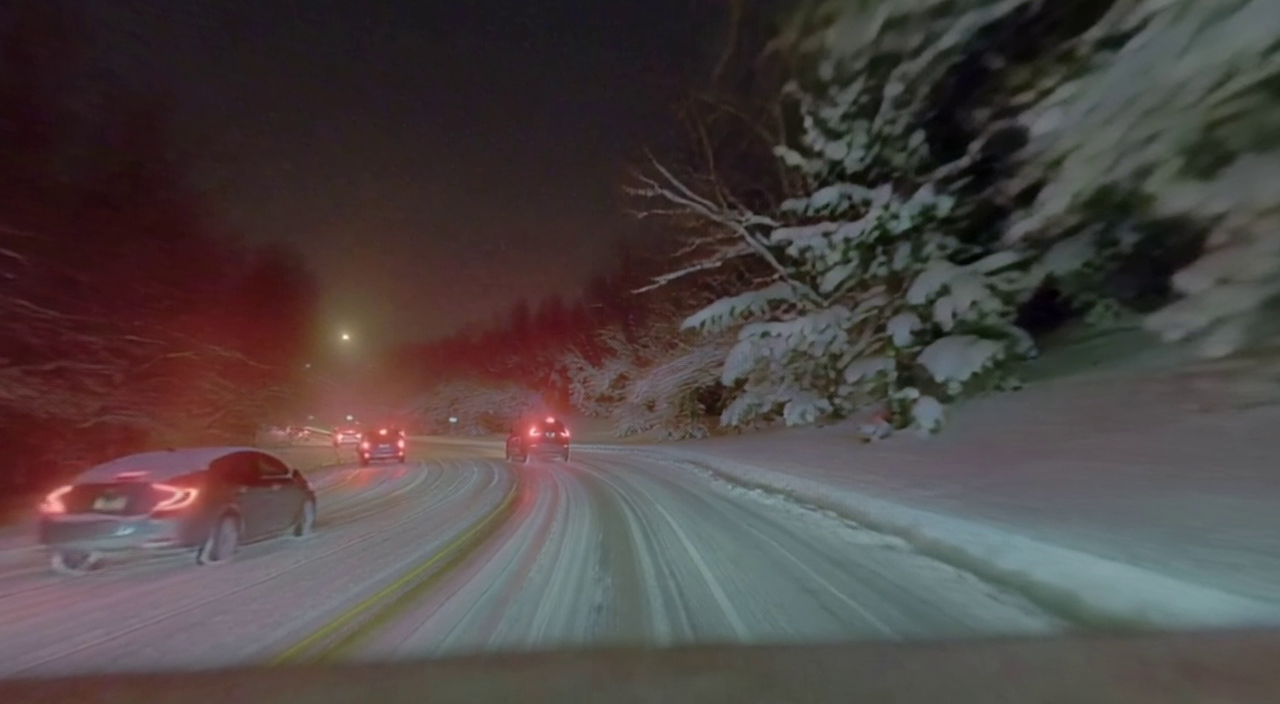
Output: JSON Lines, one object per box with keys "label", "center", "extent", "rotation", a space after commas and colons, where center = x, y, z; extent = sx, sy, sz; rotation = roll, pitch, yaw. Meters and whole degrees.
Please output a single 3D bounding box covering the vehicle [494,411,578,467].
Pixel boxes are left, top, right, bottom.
{"label": "vehicle", "center": [-4.394, 3.565, 25.746], "extent": [2.500, 1.961, 5.637], "rotation": [1, -8, -18]}
